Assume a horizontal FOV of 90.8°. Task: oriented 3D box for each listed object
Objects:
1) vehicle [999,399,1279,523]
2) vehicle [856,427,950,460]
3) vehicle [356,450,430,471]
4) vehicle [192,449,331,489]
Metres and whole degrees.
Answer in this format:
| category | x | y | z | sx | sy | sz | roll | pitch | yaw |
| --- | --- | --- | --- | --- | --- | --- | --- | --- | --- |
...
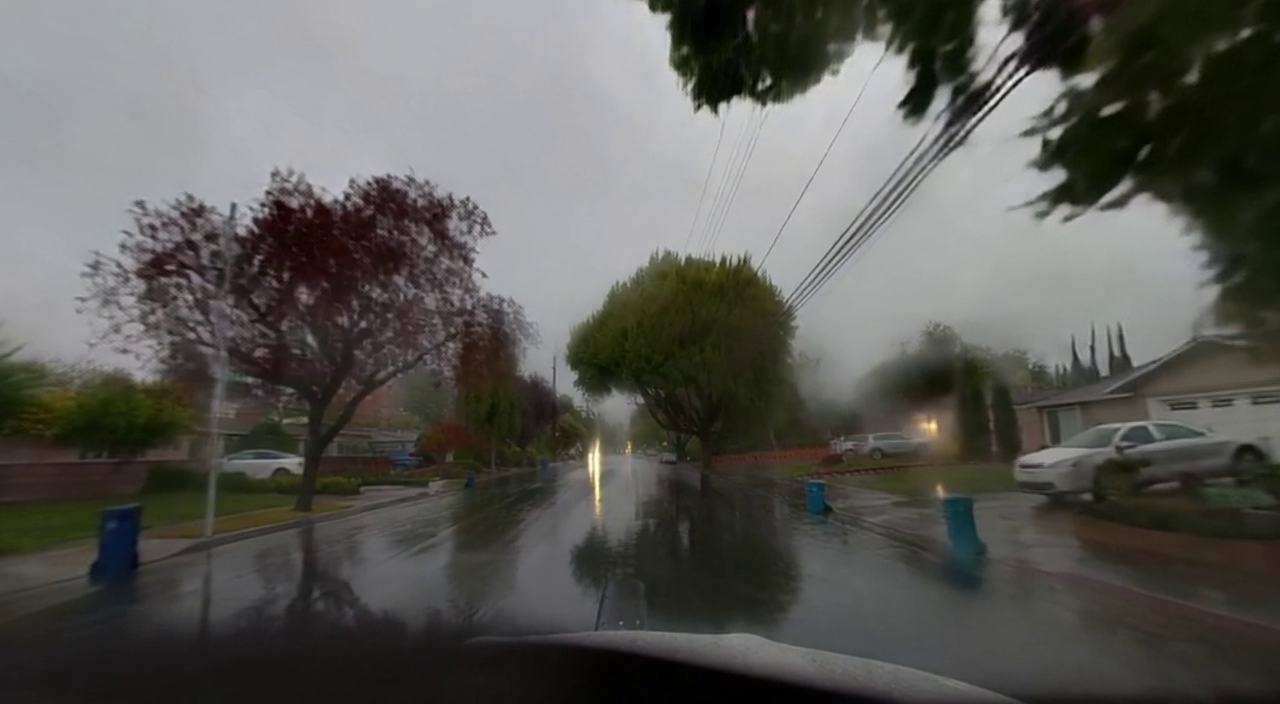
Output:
| category | x | y | z | sx | sy | sz | roll | pitch | yaw |
| --- | --- | --- | --- | --- | --- | --- | --- | --- | --- |
| vehicle | 10.067 | 2.101 | 12.504 | 4.697 | 1.604 | 1.838 | -8 | -8 | -4 |
| vehicle | 15.260 | 5.331 | 36.822 | 4.562 | 1.832 | 1.987 | 0 | -9 | -3 |
| vehicle | -17.800 | 7.827 | 45.626 | 4.519 | 1.426 | 1.903 | 8 | -12 | -41 |
| vehicle | -14.862 | 4.556 | 24.986 | 4.477 | 1.449 | 1.922 | 5 | -10 | -32 |
